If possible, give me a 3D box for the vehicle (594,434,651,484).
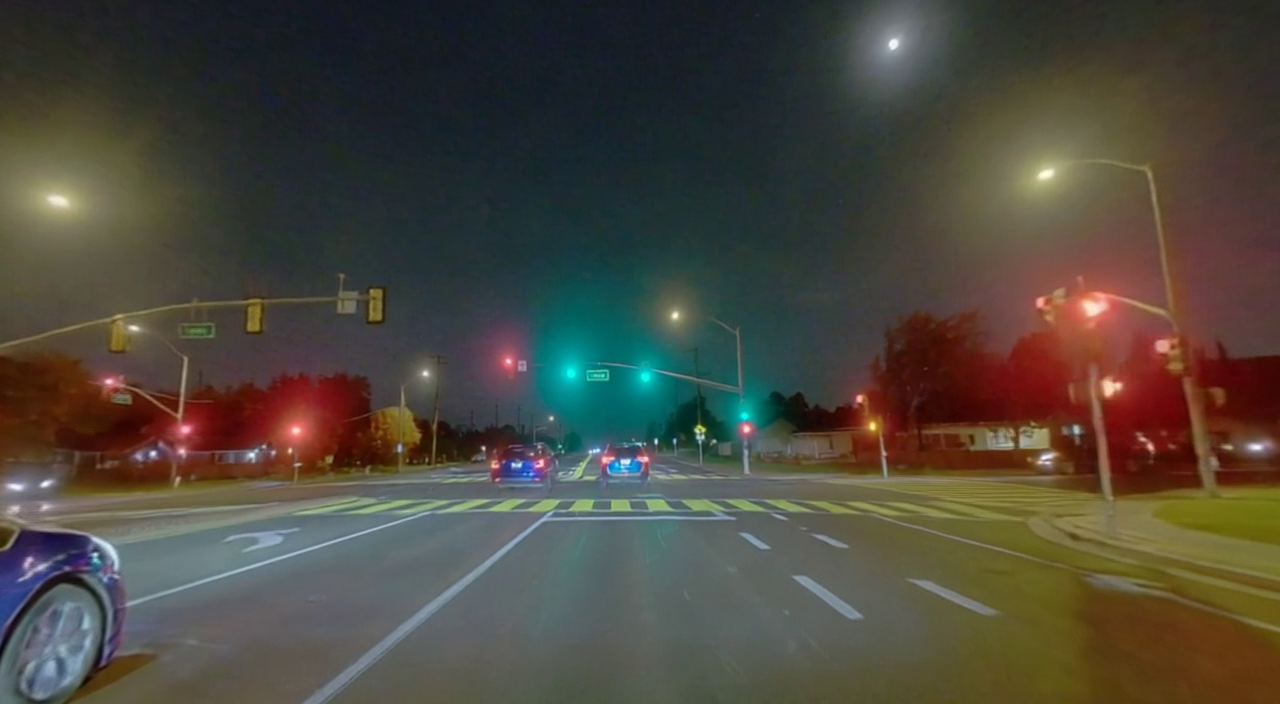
[{"bbox_3d":[-0.741,4.361,25.999,2.155,1.836,4.250,0,-9,-2],"label":"vehicle"}]

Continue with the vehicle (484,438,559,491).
[{"bbox_3d":[-4.103,3.960,22.560,1.899,1.685,4.121,0,-9,-1],"label":"vehicle"}]

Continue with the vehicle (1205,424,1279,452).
[{"bbox_3d":[32.659,4.648,33.909,1.754,1.414,3.590,-2,-9,12],"label":"vehicle"}]

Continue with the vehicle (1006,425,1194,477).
[{"bbox_3d":[18.499,4.008,25.781,5.652,1.990,2.190,-2,-9,12],"label":"vehicle"}]

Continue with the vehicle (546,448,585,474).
[{"bbox_3d":[-4.402,6.472,37.799,1.863,1.449,4.153,0,-8,-1],"label":"vehicle"}]

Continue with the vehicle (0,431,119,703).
[{"bbox_3d":[-3.199,0.721,0.431,1.901,1.409,4.442,0,-9,0],"label":"vehicle"}]
